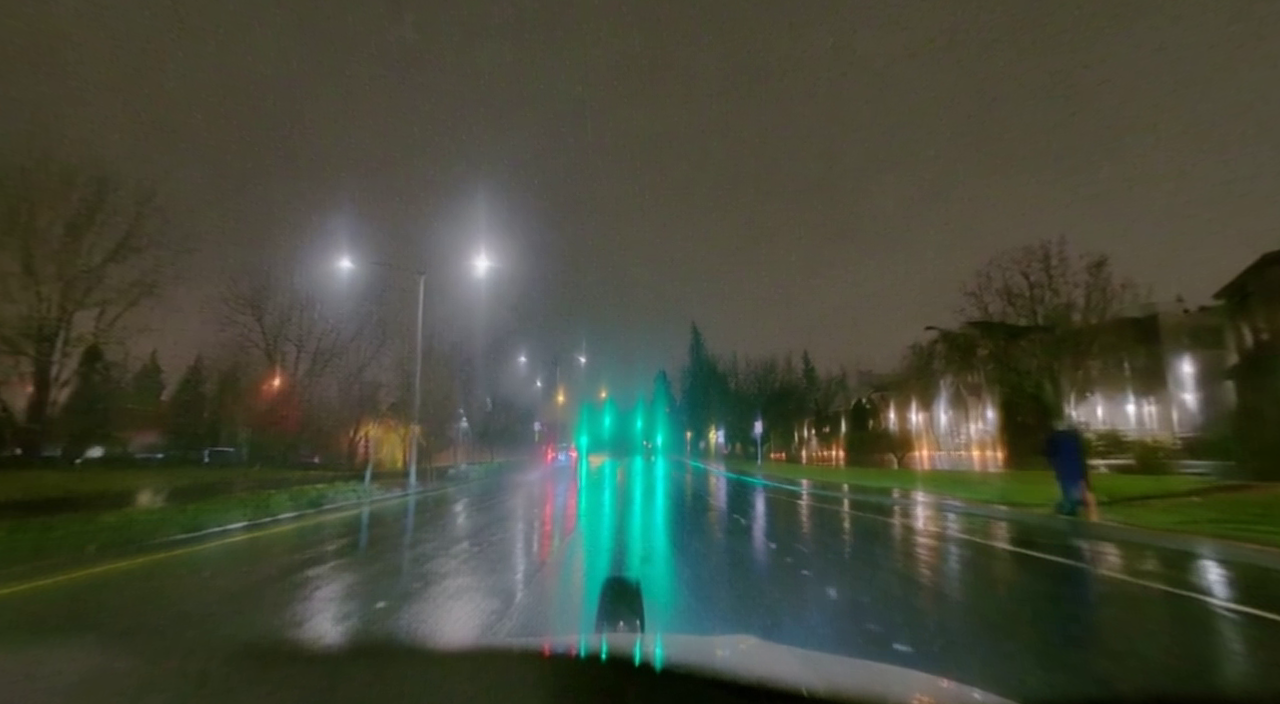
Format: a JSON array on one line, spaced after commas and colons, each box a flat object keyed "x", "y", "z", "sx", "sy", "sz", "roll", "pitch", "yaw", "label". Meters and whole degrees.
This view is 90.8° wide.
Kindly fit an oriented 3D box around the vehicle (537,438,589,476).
[{"x": -3.723, "y": 5.148, "z": 31.340, "sx": 1.993, "sy": 1.733, "sz": 4.262, "roll": 0, "pitch": -8, "yaw": 1, "label": "vehicle"}]
